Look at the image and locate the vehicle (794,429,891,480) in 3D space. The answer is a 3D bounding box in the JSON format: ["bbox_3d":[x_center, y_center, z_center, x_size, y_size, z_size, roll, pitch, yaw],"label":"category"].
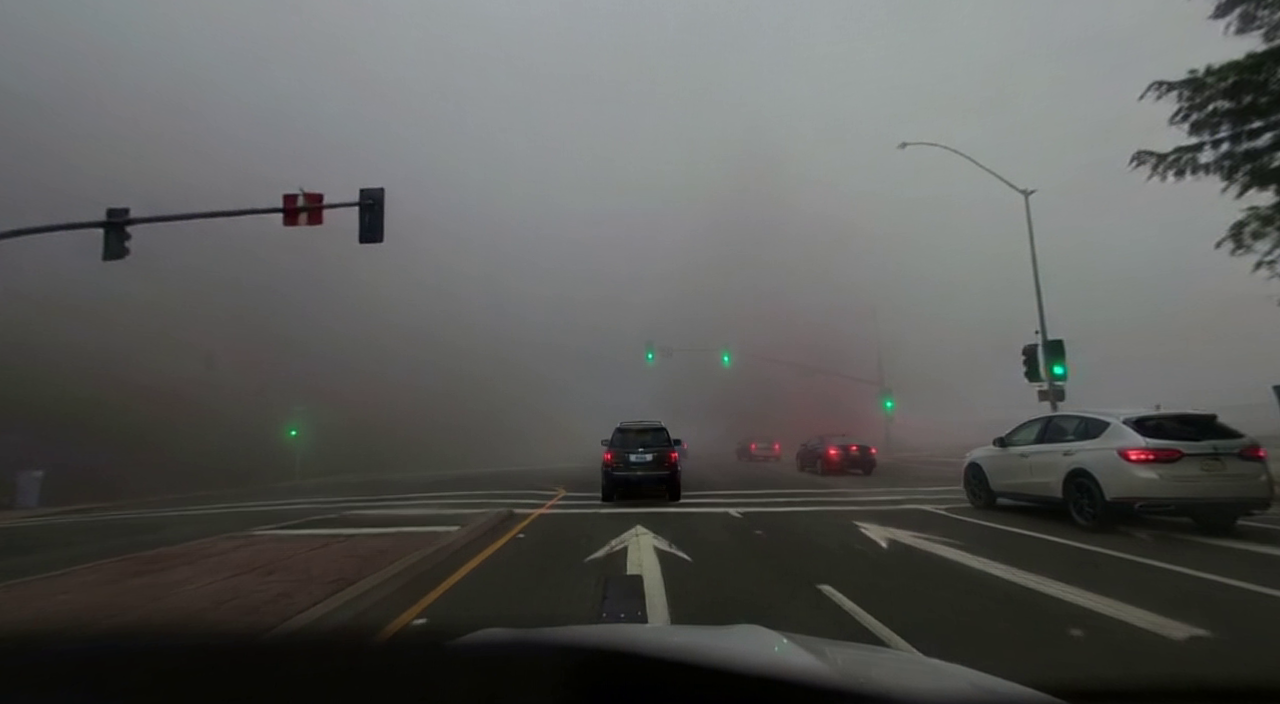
[{"bbox_3d":[7.090,3.622,22.613,2.025,1.642,4.189,0,-8,-1],"label":"vehicle"}]

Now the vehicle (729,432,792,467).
[{"bbox_3d":[6.702,5.490,35.685,2.440,1.775,4.791,0,-8,-2],"label":"vehicle"}]

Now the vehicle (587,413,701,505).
[{"bbox_3d":[0.037,2.510,15.163,2.353,1.894,4.122,0,-8,-1],"label":"vehicle"}]

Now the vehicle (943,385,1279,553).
[{"bbox_3d":[7.148,1.698,9.795,2.251,1.873,5.346,0,-8,0],"label":"vehicle"}]
